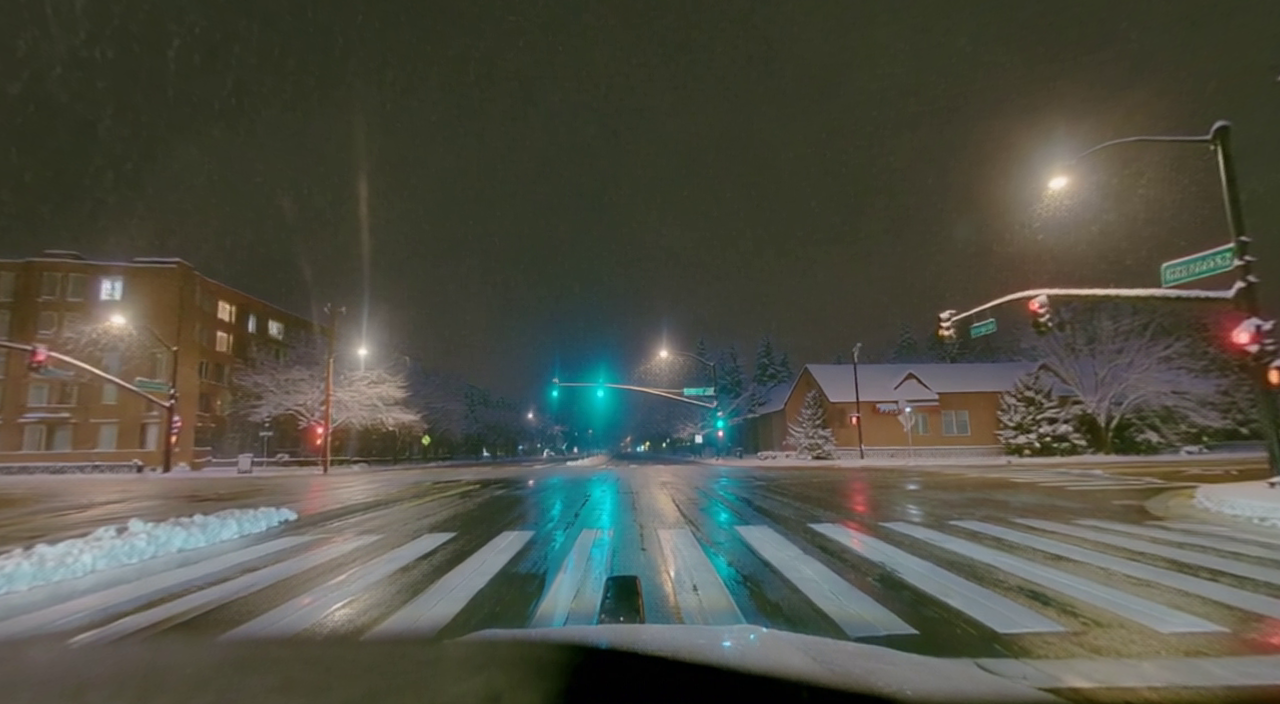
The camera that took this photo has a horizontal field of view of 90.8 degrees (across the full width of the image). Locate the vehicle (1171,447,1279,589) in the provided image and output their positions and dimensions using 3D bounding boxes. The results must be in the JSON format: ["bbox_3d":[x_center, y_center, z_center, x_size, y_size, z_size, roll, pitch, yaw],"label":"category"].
[{"bbox_3d":[7.347,1.533,5.358,1.935,1.421,4.716,-1,-8,6],"label":"vehicle"}]
